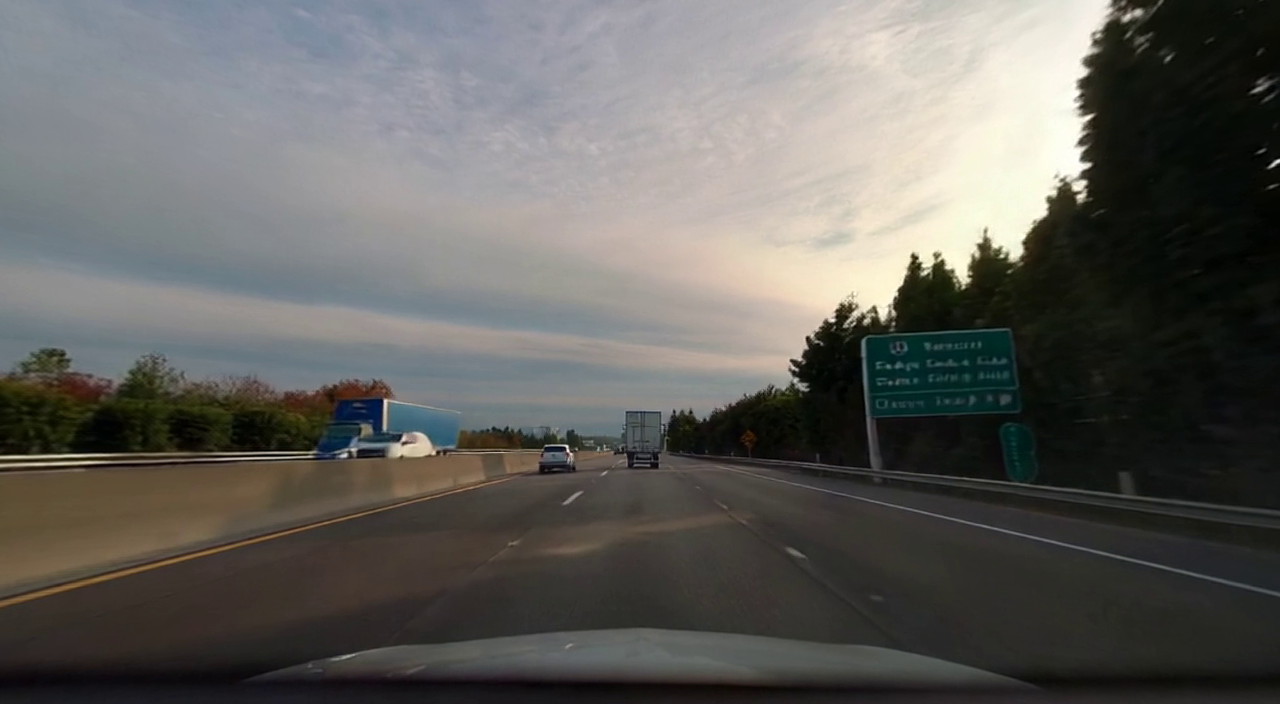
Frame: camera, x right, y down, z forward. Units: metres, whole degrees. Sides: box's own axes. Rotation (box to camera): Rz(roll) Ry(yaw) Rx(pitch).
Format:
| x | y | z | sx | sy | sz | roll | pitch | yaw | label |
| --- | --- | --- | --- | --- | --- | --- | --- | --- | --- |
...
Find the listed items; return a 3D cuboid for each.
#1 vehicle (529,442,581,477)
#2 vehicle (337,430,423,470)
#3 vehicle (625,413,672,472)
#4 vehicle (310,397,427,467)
| x | y | z | sx | sy | sz | roll | pitch | yaw | label |
| --- | --- | --- | --- | --- | --- | --- | --- | --- | --- |
| -4.265 | 5.451 | 32.079 | 2.079 | 1.656 | 3.965 | 0 | -9 | 0 | vehicle |
| -13.268 | 5.069 | 32.617 | 2.234 | 1.894 | 5.228 | 0 | -9 | 0 | vehicle |
| 0.424 | 6.296 | 43.660 | 2.893 | 3.628 | 9.081 | 0 | -9 | -1 | vehicle |
| -17.106 | 5.324 | 40.806 | 2.929 | 3.987 | 10.111 | 0 | -9 | 0 | vehicle |
